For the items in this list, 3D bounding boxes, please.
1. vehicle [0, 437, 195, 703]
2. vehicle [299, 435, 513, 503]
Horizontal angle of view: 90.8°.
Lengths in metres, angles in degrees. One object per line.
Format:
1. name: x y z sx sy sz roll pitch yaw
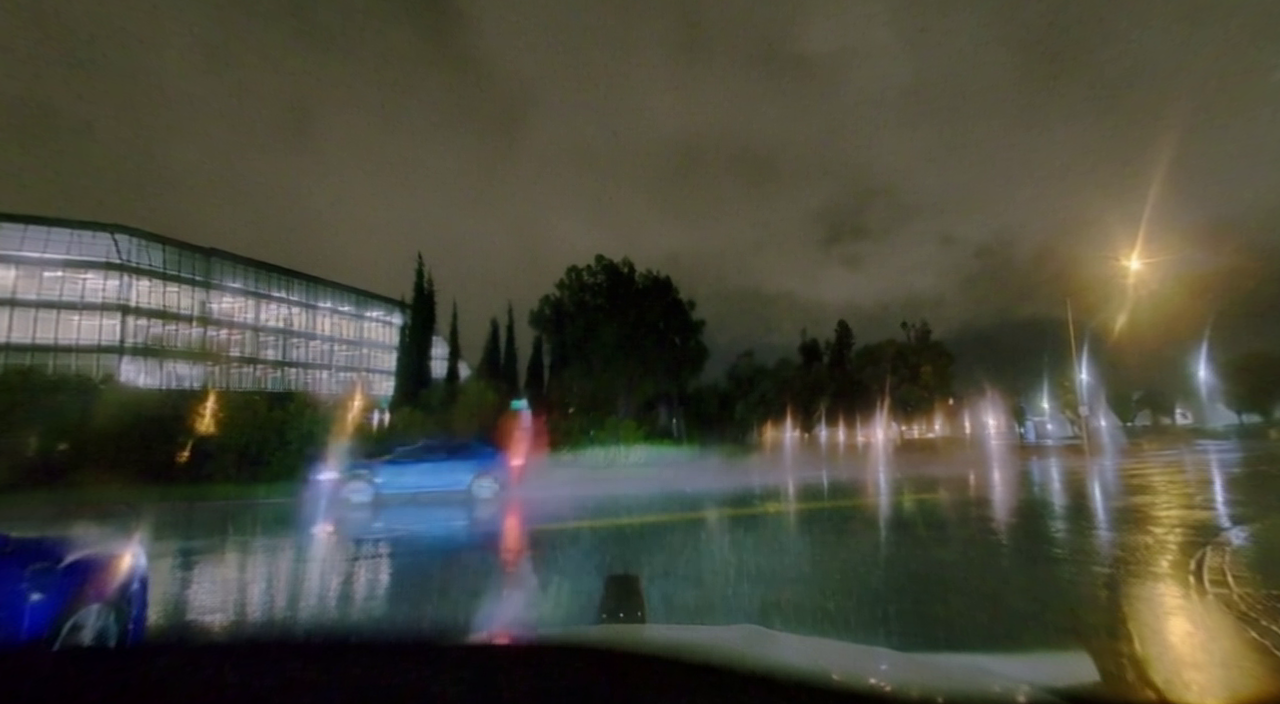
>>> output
1. vehicle: -3.348 0.884 1.312 2.069 1.413 5.006 1 -8 -12
2. vehicle: -5.708 2.915 16.072 4.788 1.548 1.965 1 -9 -11
